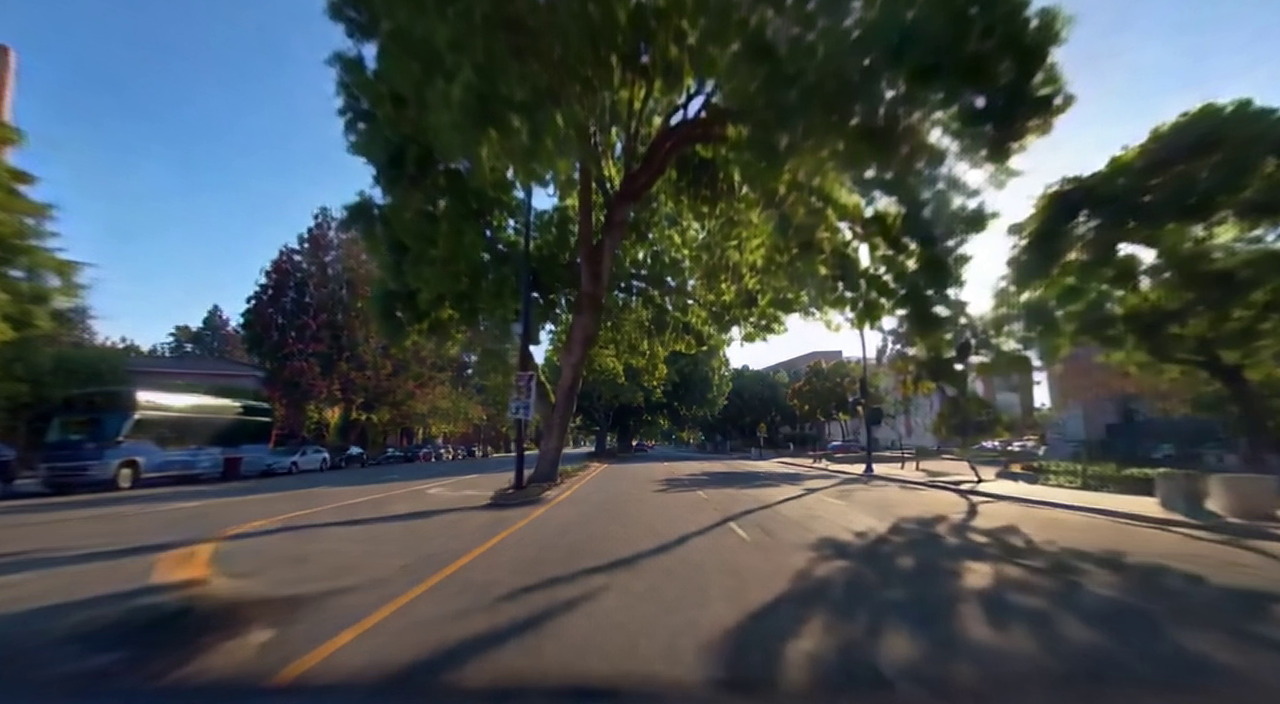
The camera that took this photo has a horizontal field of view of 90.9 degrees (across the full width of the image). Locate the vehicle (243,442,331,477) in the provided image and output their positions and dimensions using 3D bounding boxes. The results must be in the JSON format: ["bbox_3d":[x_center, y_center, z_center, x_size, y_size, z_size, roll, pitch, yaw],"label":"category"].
[{"bbox_3d":[-18.004,5.484,32.451,1.892,1.681,4.596,0,-8,0],"label":"vehicle"}]

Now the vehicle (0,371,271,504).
[{"bbox_3d":[-17.772,3.197,23.431,3.028,3.724,9.001,-5,-8,-2],"label":"vehicle"}]

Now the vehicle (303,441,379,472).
[{"bbox_3d":[-17.849,6.239,37.907,2.200,1.730,4.886,0,-8,-1],"label":"vehicle"}]
